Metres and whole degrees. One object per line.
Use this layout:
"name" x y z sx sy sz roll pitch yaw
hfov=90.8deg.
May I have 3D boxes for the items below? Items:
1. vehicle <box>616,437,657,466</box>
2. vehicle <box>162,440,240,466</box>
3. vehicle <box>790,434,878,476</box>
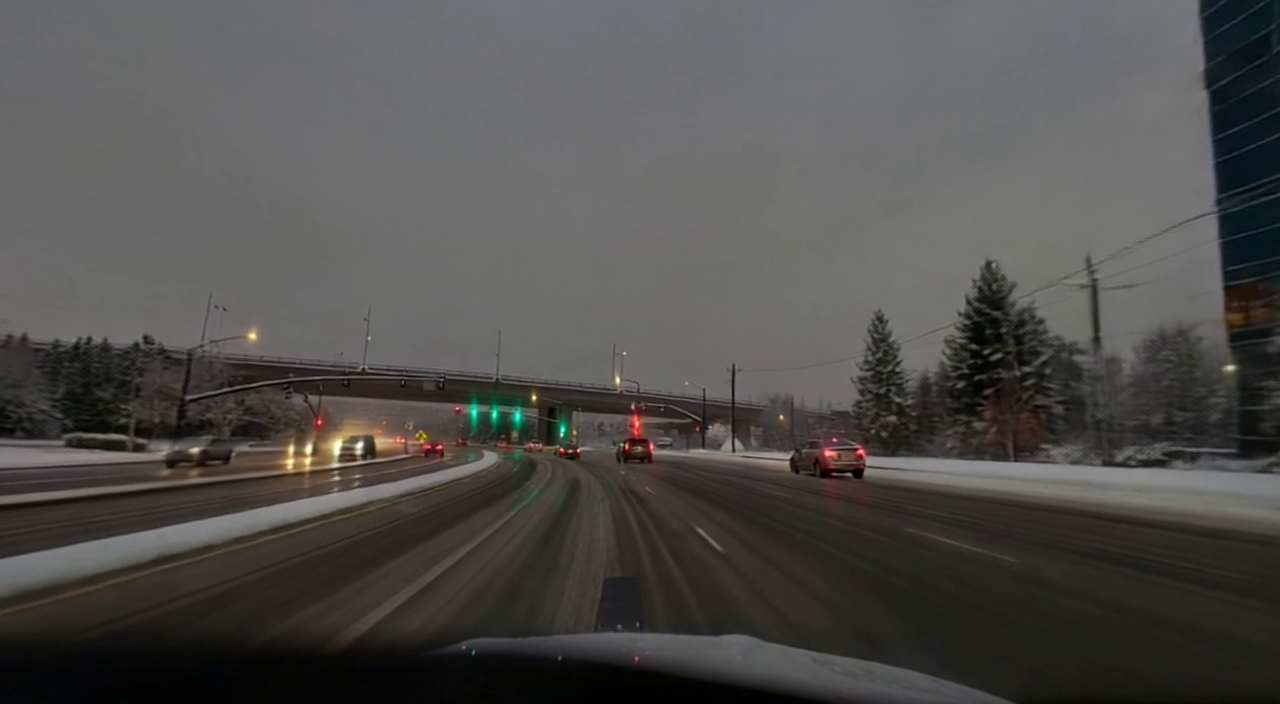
"vehicle" -0.296 6.289 40.128 2.024 1.724 3.928 1 -9 -9
"vehicle" -27.490 6.343 39.766 2.006 1.506 4.769 1 -9 -8
"vehicle" 8.637 4.614 28.587 2.130 1.741 4.665 1 -8 -5
